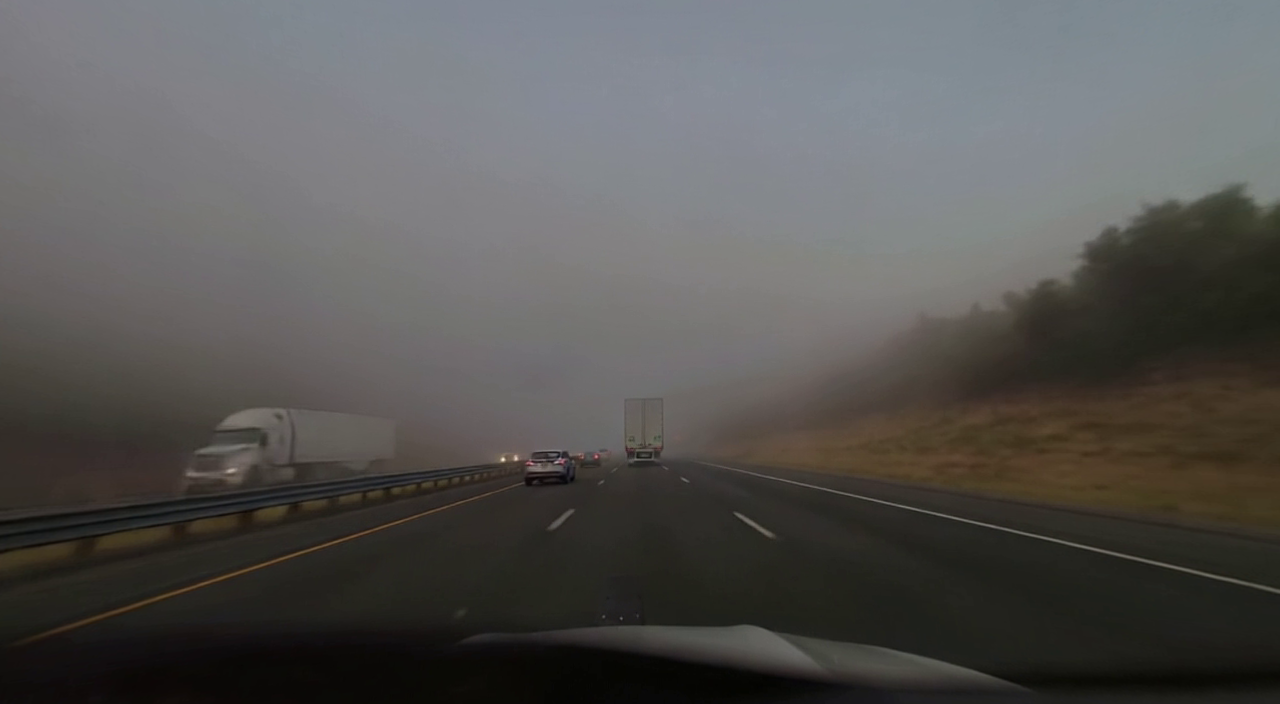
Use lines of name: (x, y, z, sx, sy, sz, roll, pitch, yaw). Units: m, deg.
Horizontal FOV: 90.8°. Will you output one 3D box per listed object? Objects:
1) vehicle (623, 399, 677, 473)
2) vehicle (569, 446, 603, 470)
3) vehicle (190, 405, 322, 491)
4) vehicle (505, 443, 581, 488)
vehicle: (0.521, 5.437, 40.193, 2.919, 4.048, 11.010, 0, -9, 0)
vehicle: (-3.683, 7.315, 43.712, 2.051, 1.537, 4.111, 0, -9, -1)
vehicle: (-19.528, 4.969, 32.628, 3.021, 3.994, 5.894, 0, -9, -1)
vehicle: (-3.460, 4.170, 23.479, 2.053, 1.489, 4.740, 0, -9, 0)
